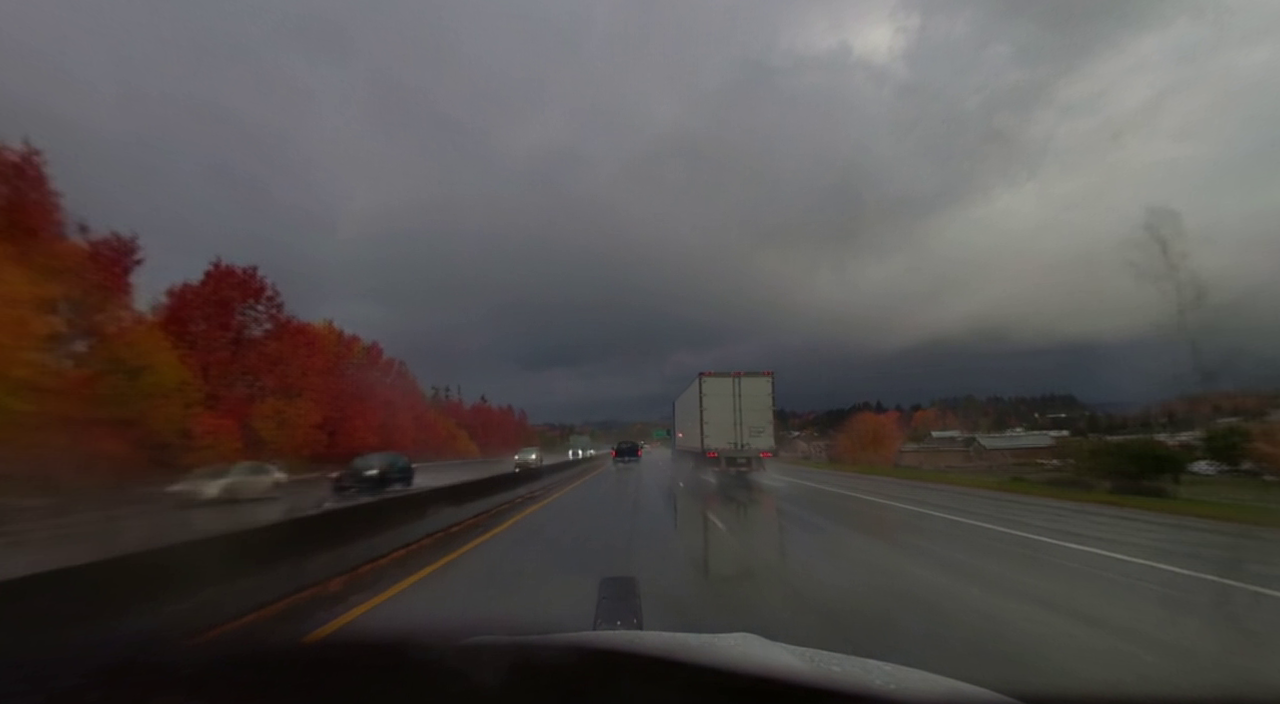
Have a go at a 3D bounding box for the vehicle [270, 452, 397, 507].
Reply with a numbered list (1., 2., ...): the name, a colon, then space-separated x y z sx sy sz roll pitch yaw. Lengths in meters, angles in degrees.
1. vehicle: -9.809 4.075 20.523 1.897 1.536 4.395 -1 -9 0

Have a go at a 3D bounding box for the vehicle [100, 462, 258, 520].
1. vehicle: -13.985 4.206 19.363 1.845 1.470 3.987 -1 -9 0

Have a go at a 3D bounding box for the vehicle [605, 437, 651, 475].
1. vehicle: -0.554 5.167 31.283 2.151 1.693 4.201 -1 -9 0

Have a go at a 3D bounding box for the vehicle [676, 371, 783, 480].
1. vehicle: 3.744 3.774 30.453 3.068 4.042 13.787 0 -9 0

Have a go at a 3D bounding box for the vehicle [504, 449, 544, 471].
1. vehicle: -8.314 7.766 45.300 2.049 1.525 4.396 -1 -9 1
